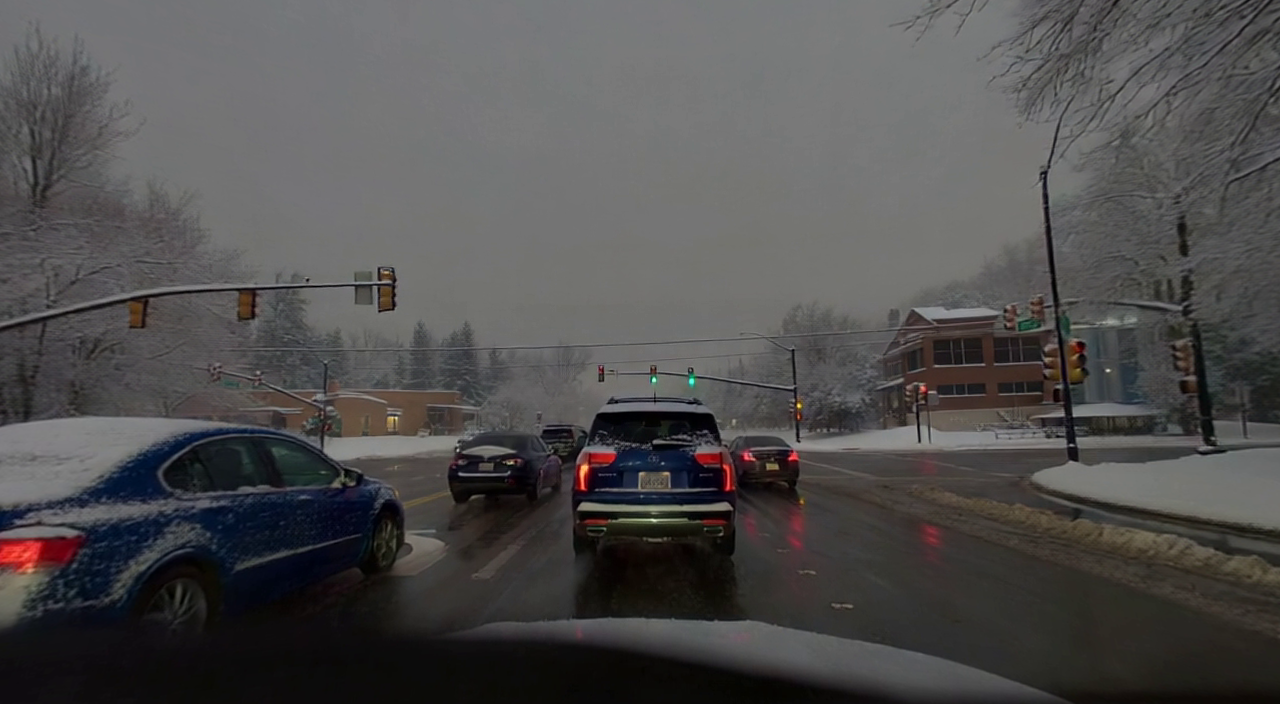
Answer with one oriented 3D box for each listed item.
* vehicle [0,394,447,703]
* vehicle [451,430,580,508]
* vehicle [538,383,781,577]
[{"bbox_3d":[-3.230,1.244,4.724,1.958,1.494,4.624,0,-8,2],"label":"vehicle"},{"bbox_3d":[-2.620,2.581,14.360,1.851,1.502,4.042,0,-8,4],"label":"vehicle"},{"bbox_3d":[0.213,1.530,8.250,2.300,1.832,4.331,0,-8,1],"label":"vehicle"}]
